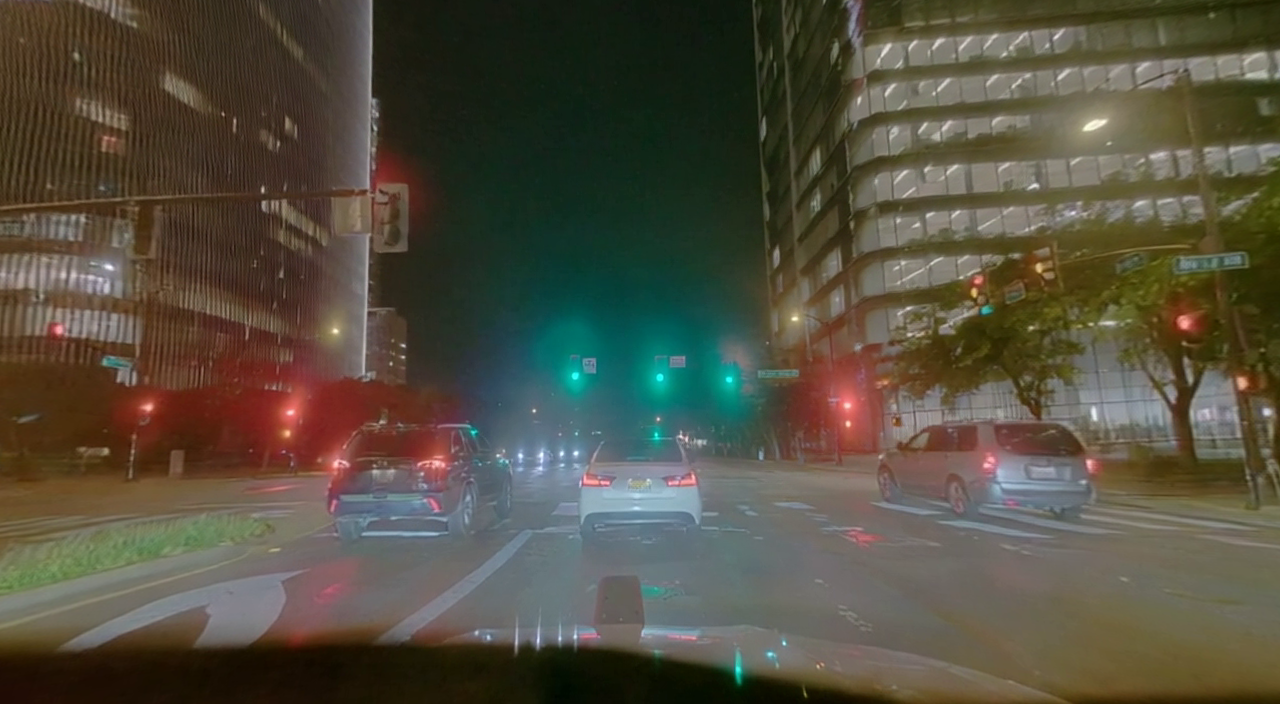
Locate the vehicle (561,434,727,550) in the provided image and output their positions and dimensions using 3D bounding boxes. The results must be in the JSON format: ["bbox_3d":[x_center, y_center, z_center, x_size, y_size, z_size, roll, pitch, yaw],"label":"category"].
[{"bbox_3d":[0.052,2.146,10.360,2.190,1.522,3.850,0,-8,0],"label":"vehicle"}]

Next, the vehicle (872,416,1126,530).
[{"bbox_3d":[6.791,2.345,12.927,2.079,1.828,5.323,0,-8,0],"label":"vehicle"}]

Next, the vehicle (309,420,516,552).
[{"bbox_3d":[-3.454,2.106,10.667,2.081,1.719,4.434,1,-8,-4],"label":"vehicle"}]
